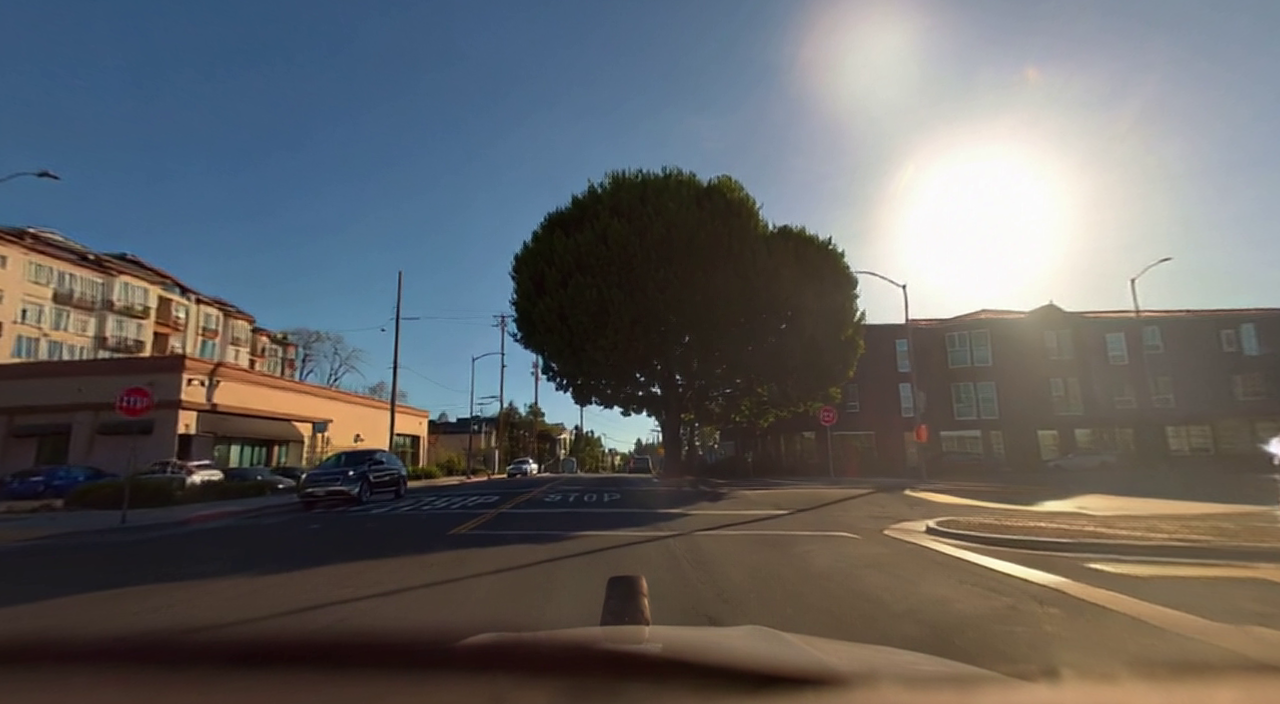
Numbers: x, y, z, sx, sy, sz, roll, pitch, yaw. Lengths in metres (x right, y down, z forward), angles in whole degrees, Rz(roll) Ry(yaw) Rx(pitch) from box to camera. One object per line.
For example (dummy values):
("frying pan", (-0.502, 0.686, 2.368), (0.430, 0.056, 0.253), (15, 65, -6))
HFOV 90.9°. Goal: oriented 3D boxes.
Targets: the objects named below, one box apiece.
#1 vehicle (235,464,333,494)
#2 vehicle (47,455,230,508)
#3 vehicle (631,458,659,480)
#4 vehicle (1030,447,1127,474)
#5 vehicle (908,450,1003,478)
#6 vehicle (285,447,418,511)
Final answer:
("vehicle", (-19.875, 7.102, 35.327), (4.277, 1.527, 1.987), (0, -9, -2))
("vehicle", (-17.592, 4.496, 22.349), (2.010, 1.583, 4.582), (-7, -10, 35))
("vehicle", (0.345, 8.689, 47.144), (1.851, 1.471, 4.372), (0, -9, -2))
("vehicle", (25.904, 6.416, 37.298), (4.323, 1.507, 1.896), (0, -9, -3))
("vehicle", (18.446, 6.547, 36.995), (4.528, 1.458, 1.939), (0, -7, -4))
("vehicle", (-8.493, 3.788, 19.159), (2.156, 1.620, 4.945), (0, -10, -6))
